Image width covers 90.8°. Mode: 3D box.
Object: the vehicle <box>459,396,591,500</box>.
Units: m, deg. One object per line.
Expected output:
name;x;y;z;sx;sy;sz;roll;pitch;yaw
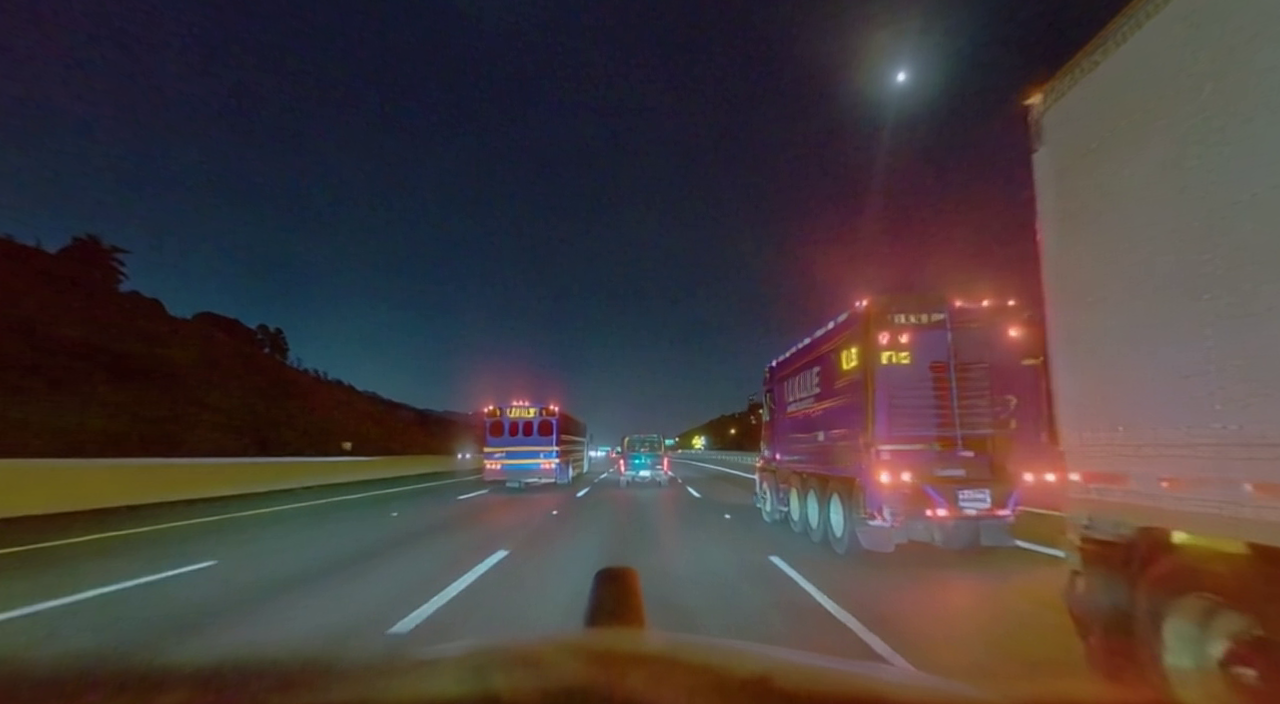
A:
vehicle;-3.657;3.428;22.389;2.947;3.009;7.991;0;-9;1

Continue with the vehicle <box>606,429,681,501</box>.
vehicle;0.073;3.443;19.460;2.037;1.929;4.343;0;-9;-1

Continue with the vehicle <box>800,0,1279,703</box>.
vehicle;4.164;-0.024;3.524;3.006;4.101;13.245;0;-9;0
